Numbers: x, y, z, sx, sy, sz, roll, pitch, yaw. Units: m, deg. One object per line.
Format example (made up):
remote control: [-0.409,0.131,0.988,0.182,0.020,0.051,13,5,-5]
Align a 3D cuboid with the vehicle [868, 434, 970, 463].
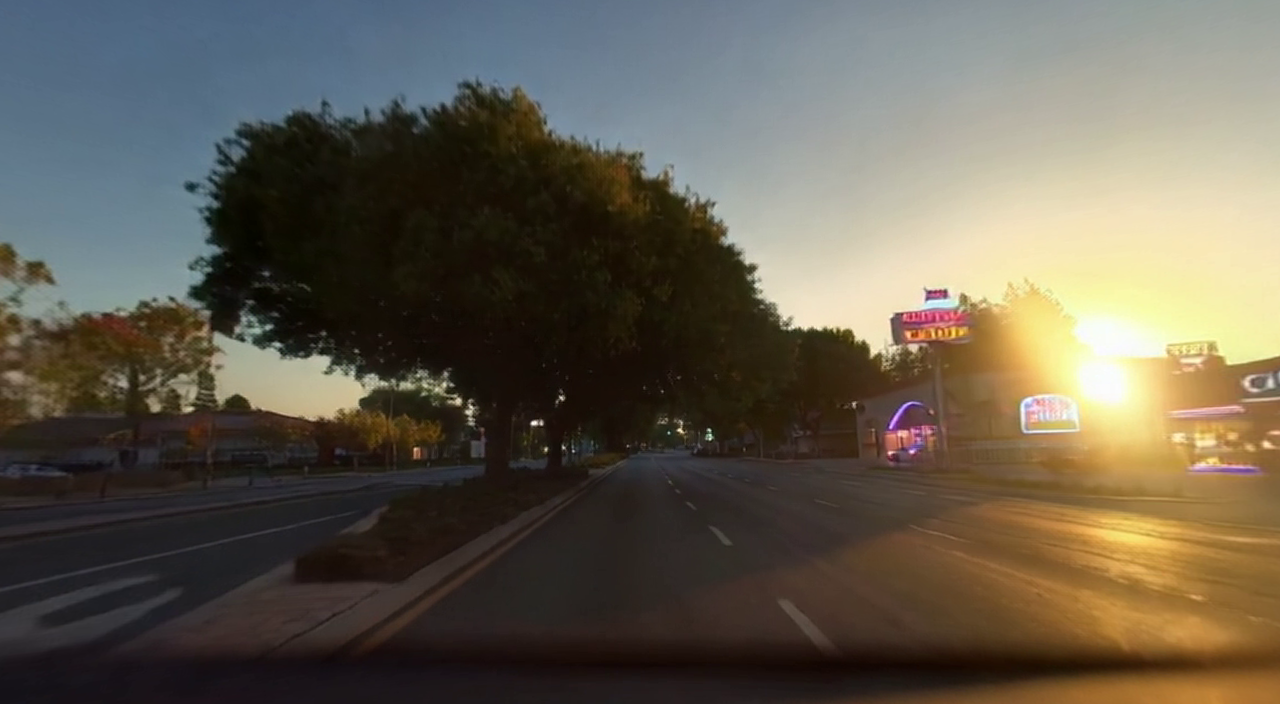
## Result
vehicle: [21.480,7.449,48.822,6.489,2.179,2.882,0,-8,-2]

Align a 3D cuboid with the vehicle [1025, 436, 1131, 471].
vehicle: [20.467,4.754,29.650,3.576,1.443,1.822,-2,-8,-2]
